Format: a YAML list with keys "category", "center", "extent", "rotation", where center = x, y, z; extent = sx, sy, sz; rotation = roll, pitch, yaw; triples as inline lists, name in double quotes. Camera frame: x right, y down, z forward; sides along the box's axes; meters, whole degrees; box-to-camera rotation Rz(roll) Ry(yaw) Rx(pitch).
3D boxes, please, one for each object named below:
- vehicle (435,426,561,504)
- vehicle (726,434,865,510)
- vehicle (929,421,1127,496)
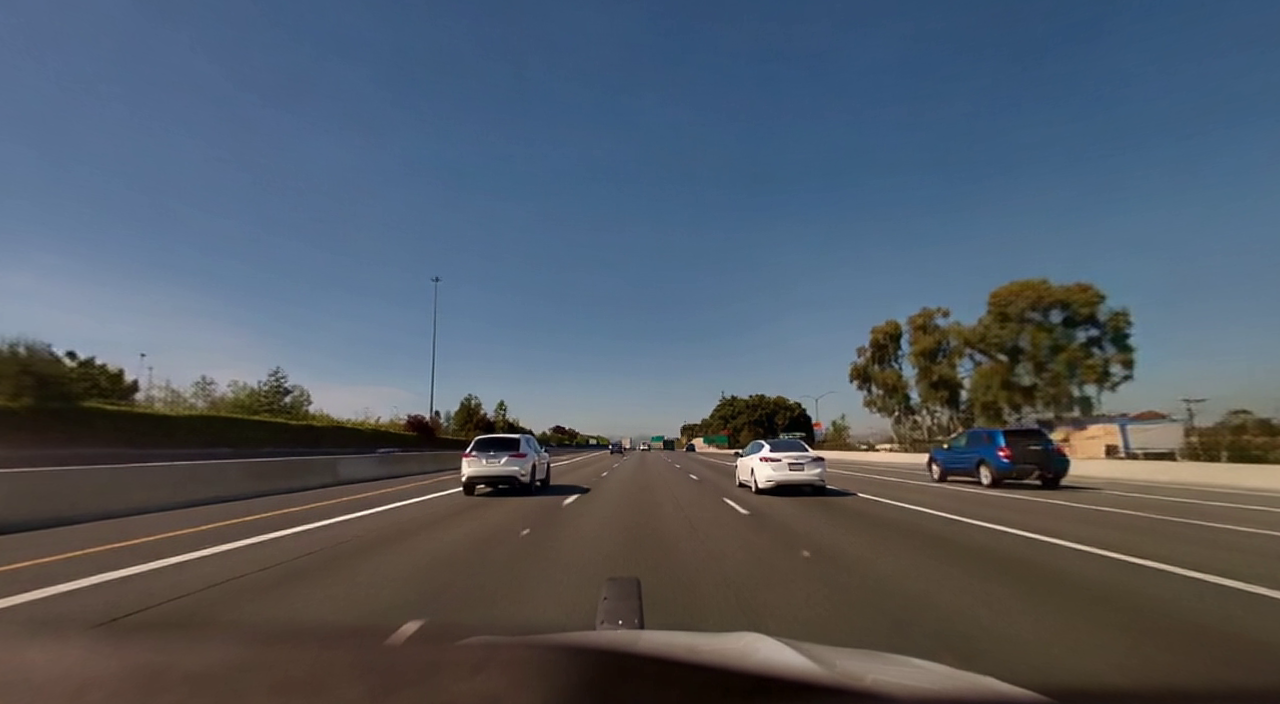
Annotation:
- category: "vehicle"
  center: [-3.503, 2.906, 16.638]
  extent: [2.193, 1.746, 4.512]
  rotation: [0, -8, 1]
- category: "vehicle"
  center: [3.569, 2.849, 15.592]
  extent: [2.107, 1.550, 4.949]
  rotation: [0, -9, -1]
- category: "vehicle"
  center: [11.143, 3.126, 18.889]
  extent: [2.223, 1.865, 5.704]
  rotation: [0, -9, -1]
